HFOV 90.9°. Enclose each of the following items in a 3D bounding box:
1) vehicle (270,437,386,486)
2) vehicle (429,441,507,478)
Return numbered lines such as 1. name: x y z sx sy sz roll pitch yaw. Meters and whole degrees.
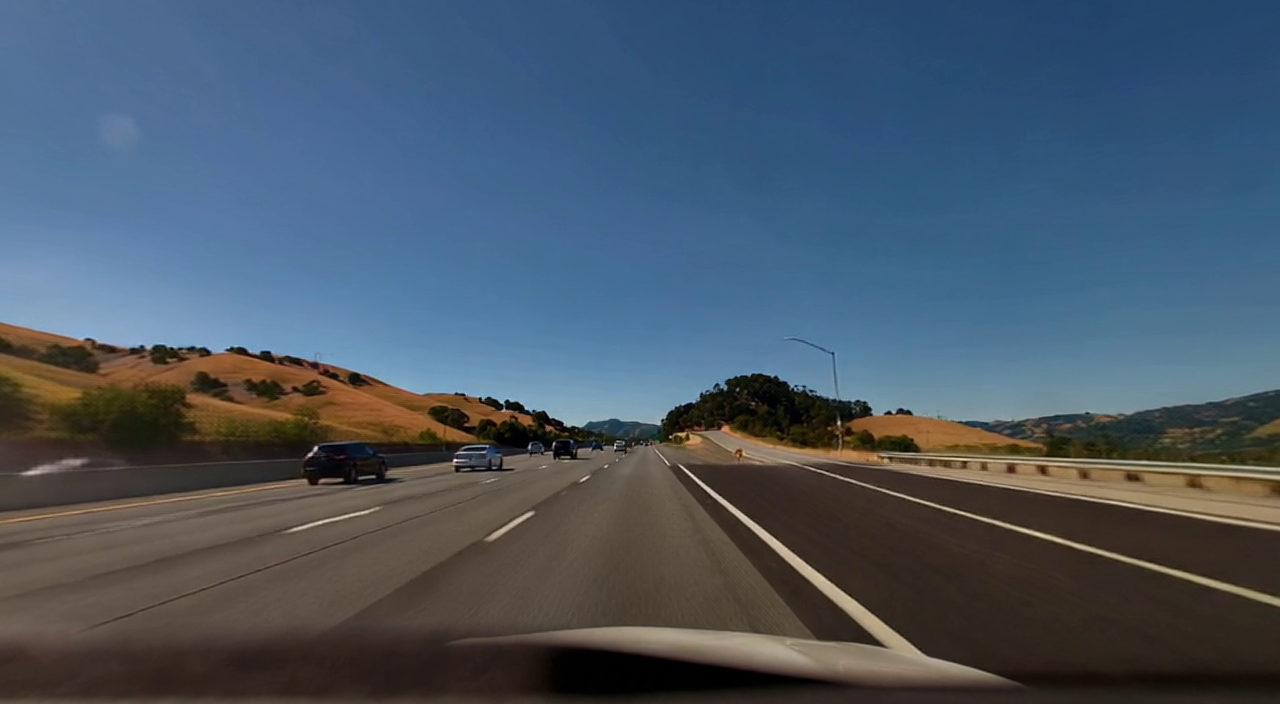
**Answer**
1. vehicle: -11.649 4.096 23.989 2.020 1.645 4.629 0 -8 1
2. vehicle: -7.477 4.698 27.944 2.107 1.484 4.449 -1 -8 1
